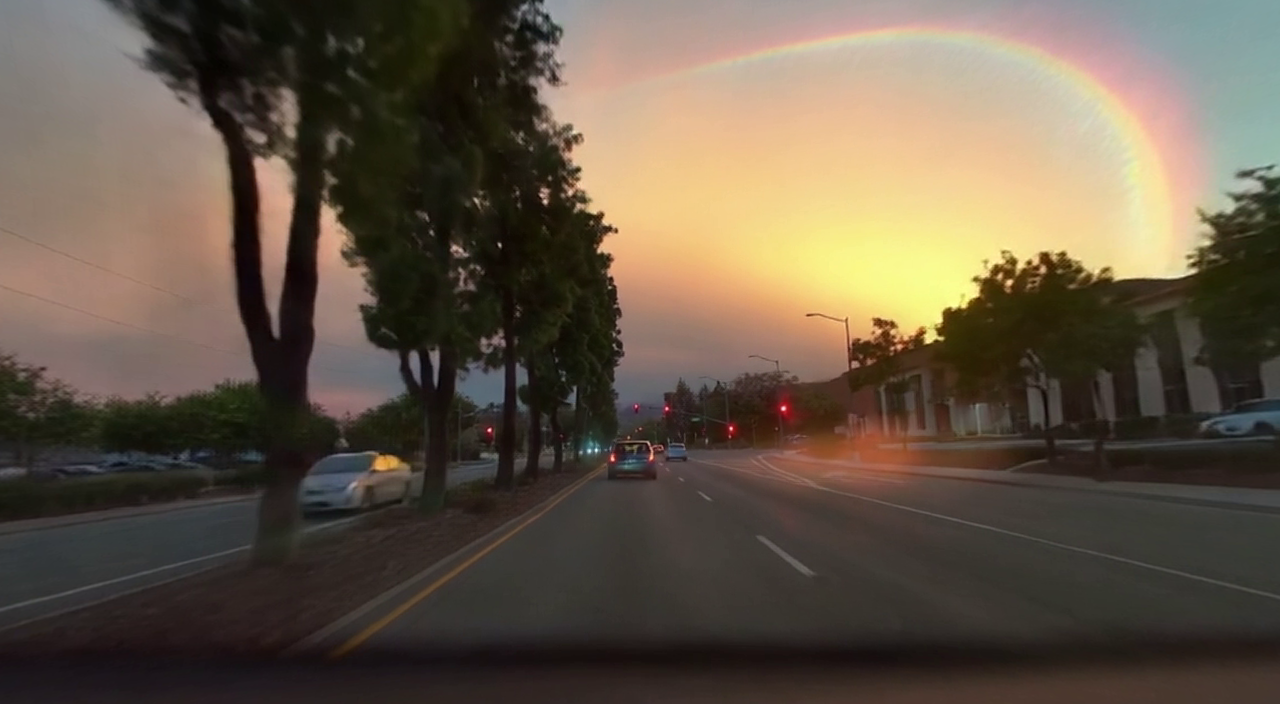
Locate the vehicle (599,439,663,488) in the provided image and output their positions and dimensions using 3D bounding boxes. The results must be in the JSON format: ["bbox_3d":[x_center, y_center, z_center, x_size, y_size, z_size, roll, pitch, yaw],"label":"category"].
[{"bbox_3d":[-0.337,4.085,23.513,2.181,1.639,4.127,0,-9,-1],"label":"vehicle"}]

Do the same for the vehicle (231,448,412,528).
[{"bbox_3d":[-7.289,3.113,15.107,2.094,1.579,4.297,0,-9,0],"label":"vehicle"}]
